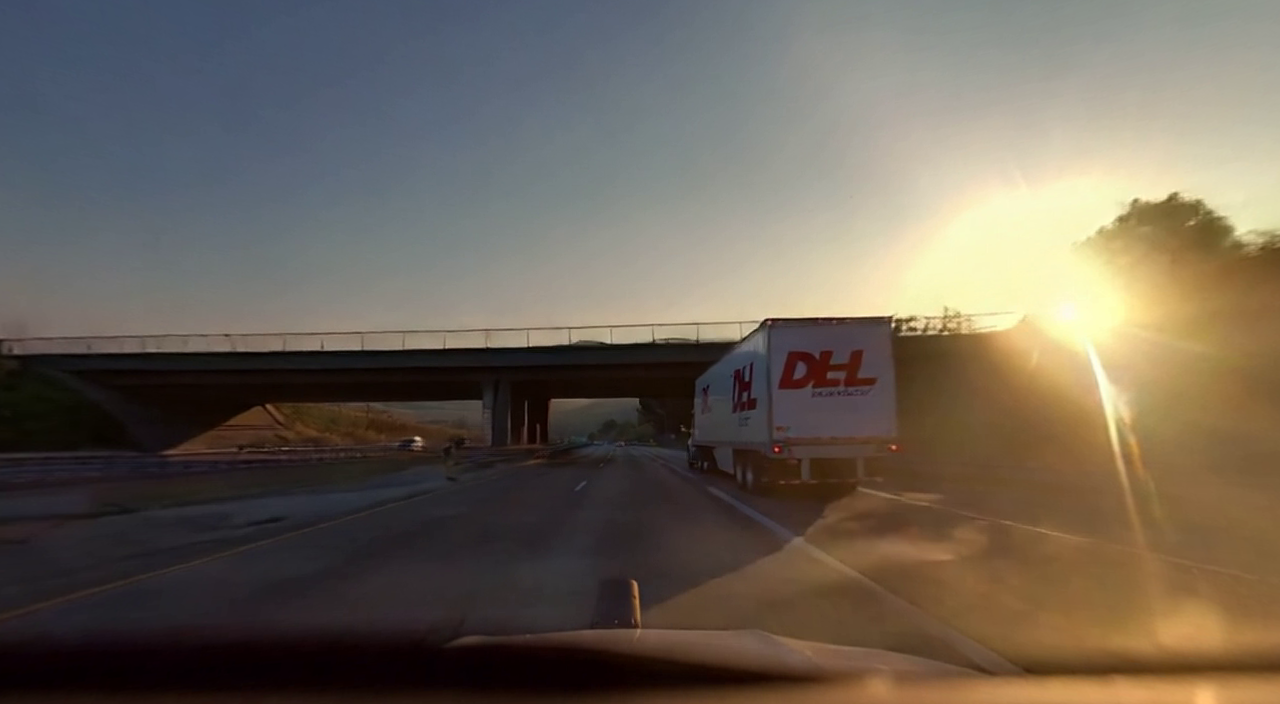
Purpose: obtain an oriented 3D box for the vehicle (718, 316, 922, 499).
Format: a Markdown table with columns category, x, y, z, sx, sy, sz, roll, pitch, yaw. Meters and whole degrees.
| category | x | y | z | sx | sy | sz | roll | pitch | yaw |
| --- | --- | --- | --- | --- | --- | --- | --- | --- | --- |
| vehicle | 4.329 | 1.729 | 17.583 | 2.880 | 3.918 | 8.254 | 0 | -8 | -2 |
